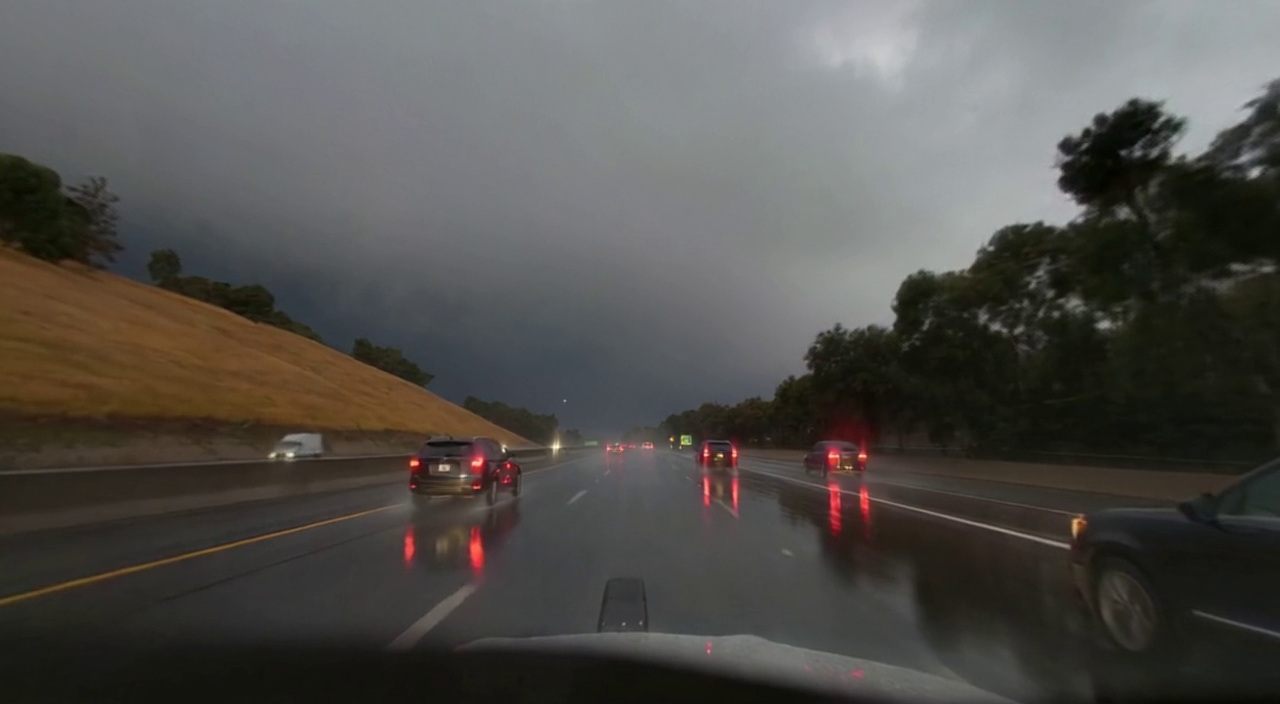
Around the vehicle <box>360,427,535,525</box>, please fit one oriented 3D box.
[{"bbox_3d":[-3.704,2.482,13.169,2.166,1.672,4.388,0,-8,1],"label":"vehicle"}]

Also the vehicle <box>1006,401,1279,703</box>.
[{"bbox_3d":[3.456,0.877,2.079,1.941,1.481,4.300,0,-9,1],"label":"vehicle"}]

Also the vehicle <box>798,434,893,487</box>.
[{"bbox_3d":[7.353,3.903,23.056,1.998,1.717,4.338,0,-8,0],"label":"vehicle"}]

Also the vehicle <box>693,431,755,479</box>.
[{"bbox_3d":[3.643,4.583,28.352,2.121,1.925,5.056,0,-8,0],"label":"vehicle"}]
